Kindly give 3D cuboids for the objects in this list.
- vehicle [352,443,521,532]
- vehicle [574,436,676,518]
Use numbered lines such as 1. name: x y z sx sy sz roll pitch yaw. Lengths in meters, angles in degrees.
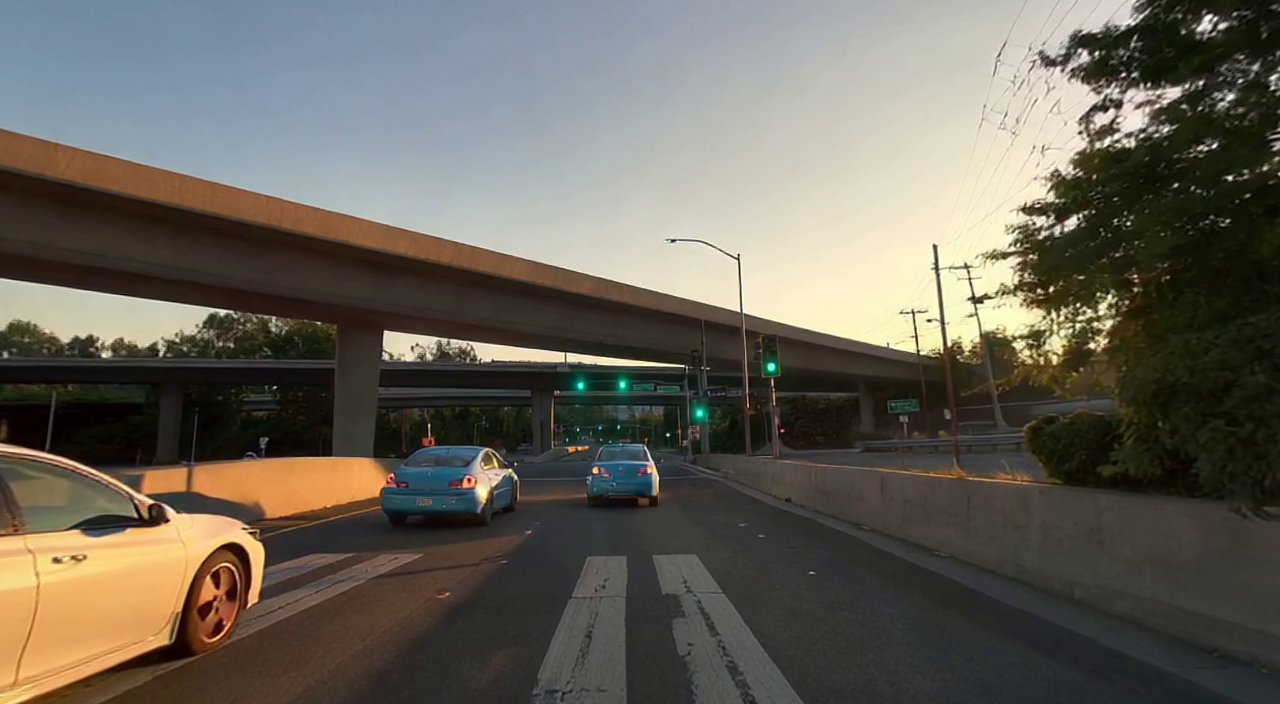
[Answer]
1. vehicle: -3.745 2.536 12.520 1.946 1.437 4.154 0 -8 0
2. vehicle: -0.318 2.731 14.294 1.985 1.565 3.968 0 -8 -1
